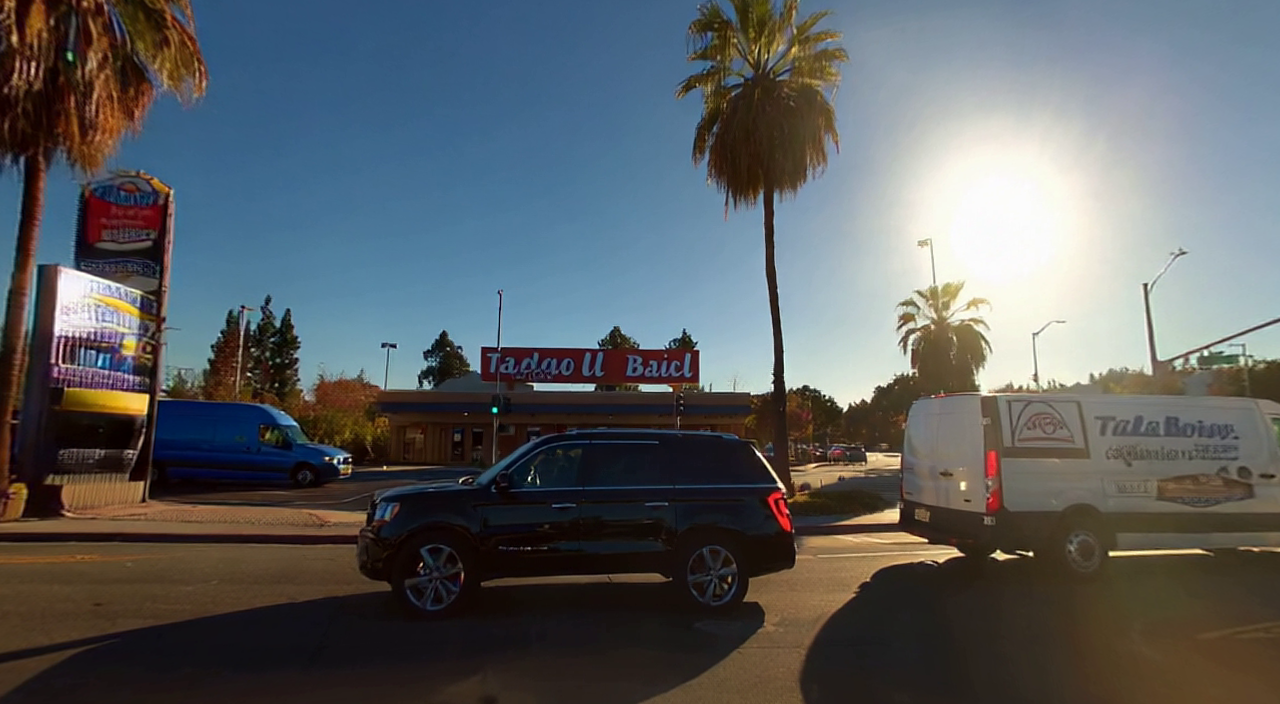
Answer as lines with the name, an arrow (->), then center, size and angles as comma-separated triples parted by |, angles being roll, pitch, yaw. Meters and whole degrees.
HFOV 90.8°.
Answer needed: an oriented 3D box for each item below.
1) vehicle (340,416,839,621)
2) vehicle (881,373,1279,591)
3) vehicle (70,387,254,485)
vehicle -> -0.485, 1.626, 6.852 | 4.493, 1.728, 2.137 | 1, -9, -9
vehicle -> 6.647, 1.537, 8.037 | 6.246, 2.202, 2.277 | 1, -9, -7
vehicle -> -21.670, 3.955, 29.433 | 3.034, 3.929, 7.699 | 1, -9, -6
